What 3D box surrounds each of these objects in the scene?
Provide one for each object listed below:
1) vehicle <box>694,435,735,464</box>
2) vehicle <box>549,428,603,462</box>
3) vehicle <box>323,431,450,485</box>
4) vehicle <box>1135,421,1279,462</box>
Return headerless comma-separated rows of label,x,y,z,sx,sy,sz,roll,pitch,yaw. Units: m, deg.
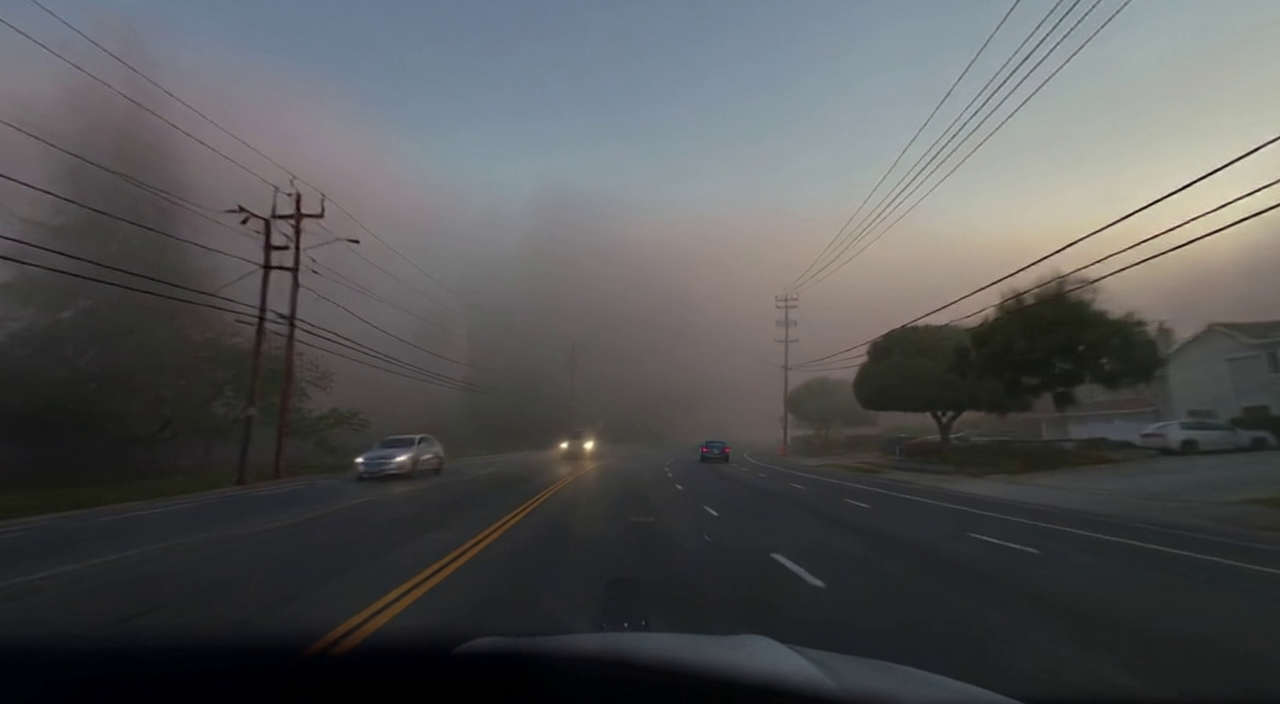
vehicle,3.996,5.335,34.433,1.982,1.451,4.152,-1,-9,3
vehicle,-3.551,5.305,35.848,2.191,1.771,4.981,-1,-9,4
vehicle,-7.789,3.325,19.976,2.019,1.476,4.786,0,-9,0
vehicle,22.504,3.523,24.809,4.444,1.479,1.913,0,-8,-2
